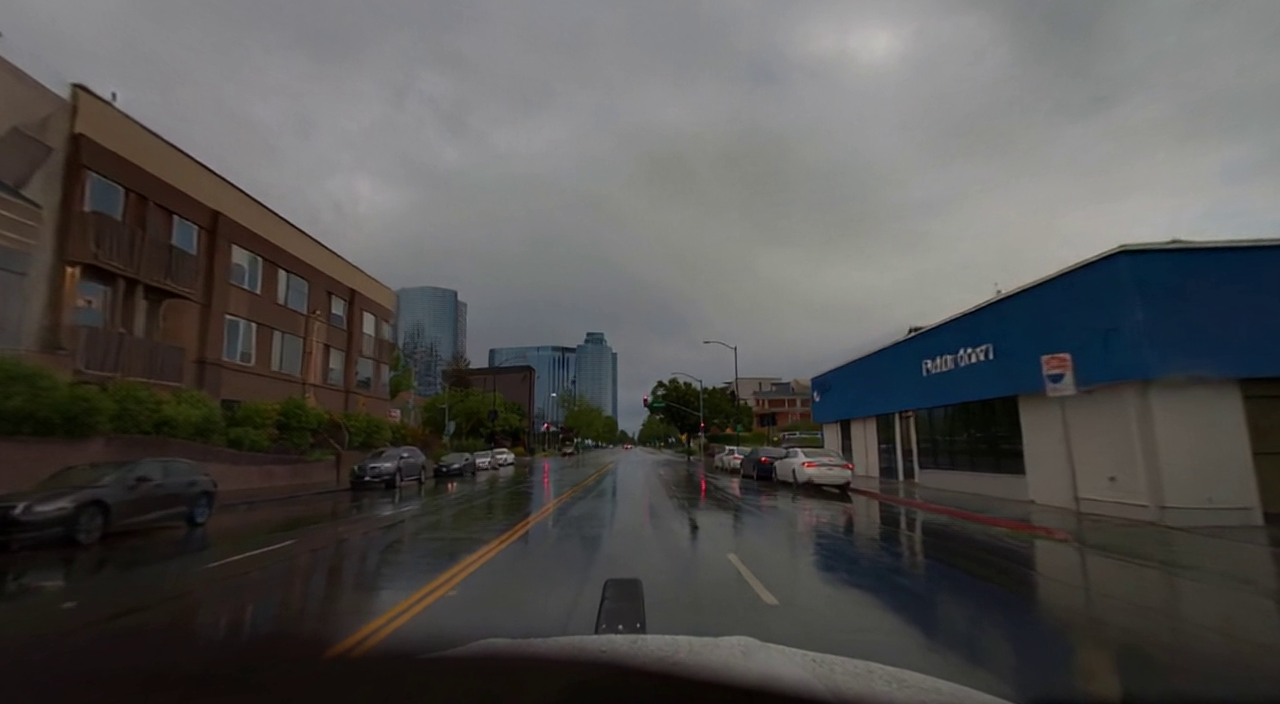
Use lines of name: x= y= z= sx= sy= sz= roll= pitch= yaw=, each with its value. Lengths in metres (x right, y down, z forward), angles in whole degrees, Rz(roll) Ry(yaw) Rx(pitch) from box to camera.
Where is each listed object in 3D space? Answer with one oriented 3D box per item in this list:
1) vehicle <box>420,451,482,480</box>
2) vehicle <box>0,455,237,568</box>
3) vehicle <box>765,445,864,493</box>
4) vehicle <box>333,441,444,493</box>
vehicle: x=-10.233 y=6.142 z=34.582 sx=1.953 sy=1.387 sz=4.529 roll=0 pitch=-8 yaw=0
vehicle: x=-9.605 y=2.638 z=11.254 sx=2.021 sy=1.482 sz=4.601 roll=0 pitch=-8 yaw=-3
vehicle: x=6.097 y=4.131 z=22.796 sx=2.038 sy=1.482 sz=4.994 roll=0 pitch=-8 yaw=-2
vehicle: x=-9.944 y=4.546 z=25.596 sx=2.228 sy=1.863 sz=5.407 roll=-1 pitch=-8 yaw=1
